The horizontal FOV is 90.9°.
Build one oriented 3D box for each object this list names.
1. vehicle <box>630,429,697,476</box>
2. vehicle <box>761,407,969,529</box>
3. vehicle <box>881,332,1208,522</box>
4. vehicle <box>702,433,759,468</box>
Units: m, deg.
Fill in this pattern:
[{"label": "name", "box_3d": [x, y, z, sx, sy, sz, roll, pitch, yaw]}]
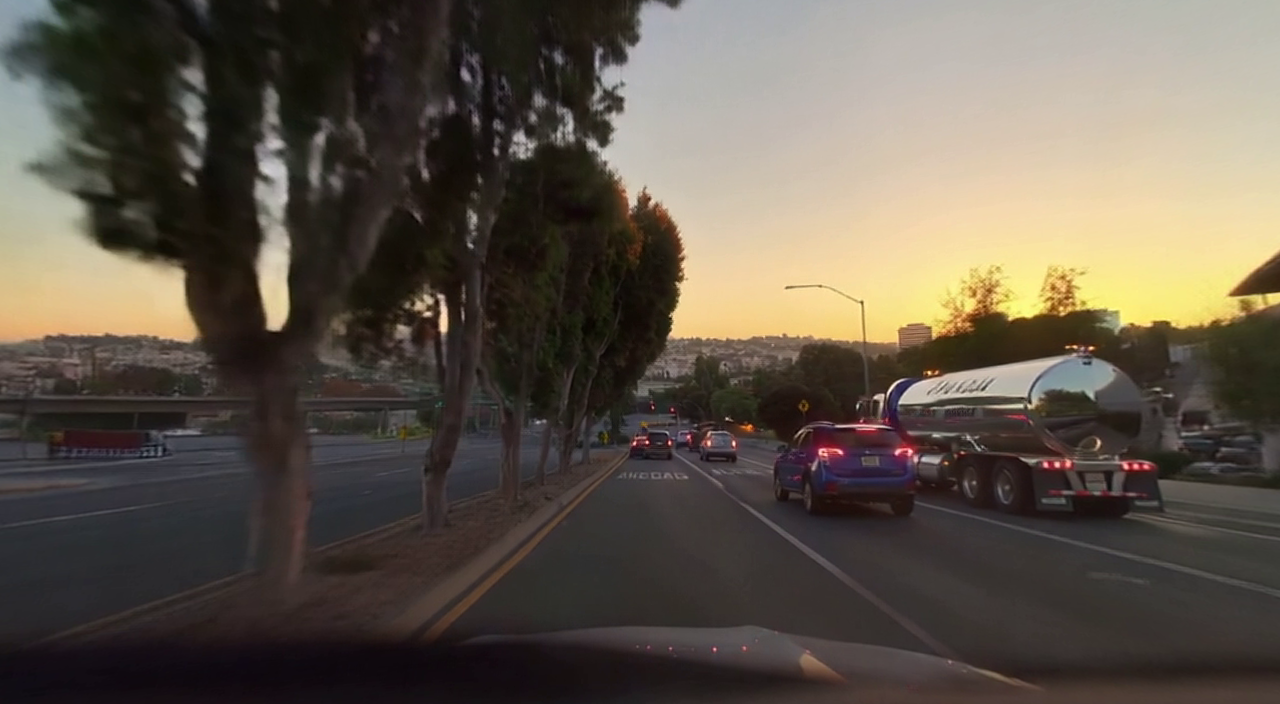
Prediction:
[{"label": "vehicle", "box_3d": [0.774, 3.549, 22.429, 2.148, 1.488, 4.002, 0, -8, 1]}, {"label": "vehicle", "box_3d": [3.654, 1.997, 11.332, 2.045, 1.729, 4.532, 0, -8, 0]}, {"label": "vehicle", "box_3d": [8.031, 1.704, 13.858, 2.849, 3.207, 6.275, 0, -8, -1]}, {"label": "vehicle", "box_3d": [4.016, 4.450, 28.554, 1.917, 1.475, 4.081, 0, -8, -1]}]
